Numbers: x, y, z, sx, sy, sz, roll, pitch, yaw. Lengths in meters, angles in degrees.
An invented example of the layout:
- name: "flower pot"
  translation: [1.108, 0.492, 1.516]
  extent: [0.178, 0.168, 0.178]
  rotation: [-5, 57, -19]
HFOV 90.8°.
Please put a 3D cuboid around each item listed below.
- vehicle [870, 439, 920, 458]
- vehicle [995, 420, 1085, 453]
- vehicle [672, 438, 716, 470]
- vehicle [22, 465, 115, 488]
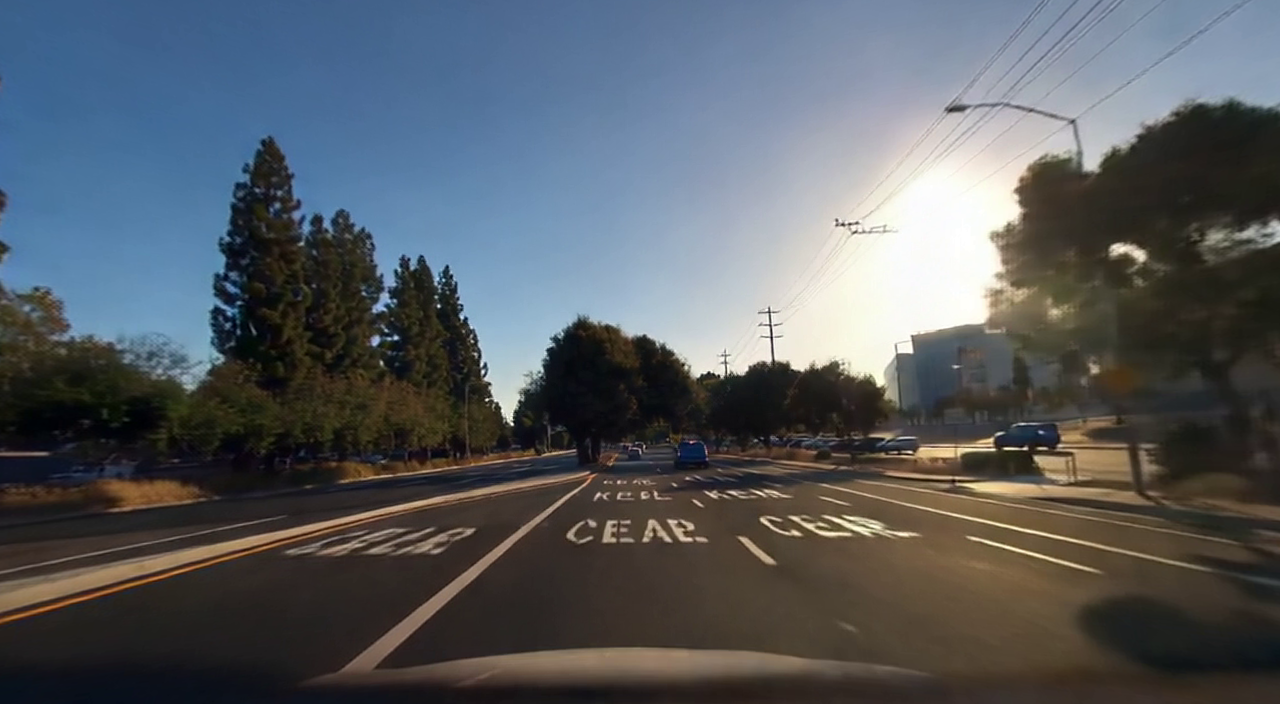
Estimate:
- name: "vehicle"
  translation: [19.995, 7.597, 49.772]
  extent: [1.980, 1.423, 4.793]
  rotation: [0, -8, 0]
- name: "vehicle"
  translation: [29.584, 6.351, 47.066]
  extent: [2.406, 2.215, 6.315]
  rotation: [-2, -8, -1]
- name: "vehicle"
  translation: [3.120, 6.056, 37.742]
  extent: [2.086, 1.803, 4.607]
  rotation: [0, -8, -2]
- name: "vehicle"
  translation: [-40.508, 8.806, 44.858]
  extent: [4.585, 1.482, 1.937]
  rotation: [0, -8, -2]
